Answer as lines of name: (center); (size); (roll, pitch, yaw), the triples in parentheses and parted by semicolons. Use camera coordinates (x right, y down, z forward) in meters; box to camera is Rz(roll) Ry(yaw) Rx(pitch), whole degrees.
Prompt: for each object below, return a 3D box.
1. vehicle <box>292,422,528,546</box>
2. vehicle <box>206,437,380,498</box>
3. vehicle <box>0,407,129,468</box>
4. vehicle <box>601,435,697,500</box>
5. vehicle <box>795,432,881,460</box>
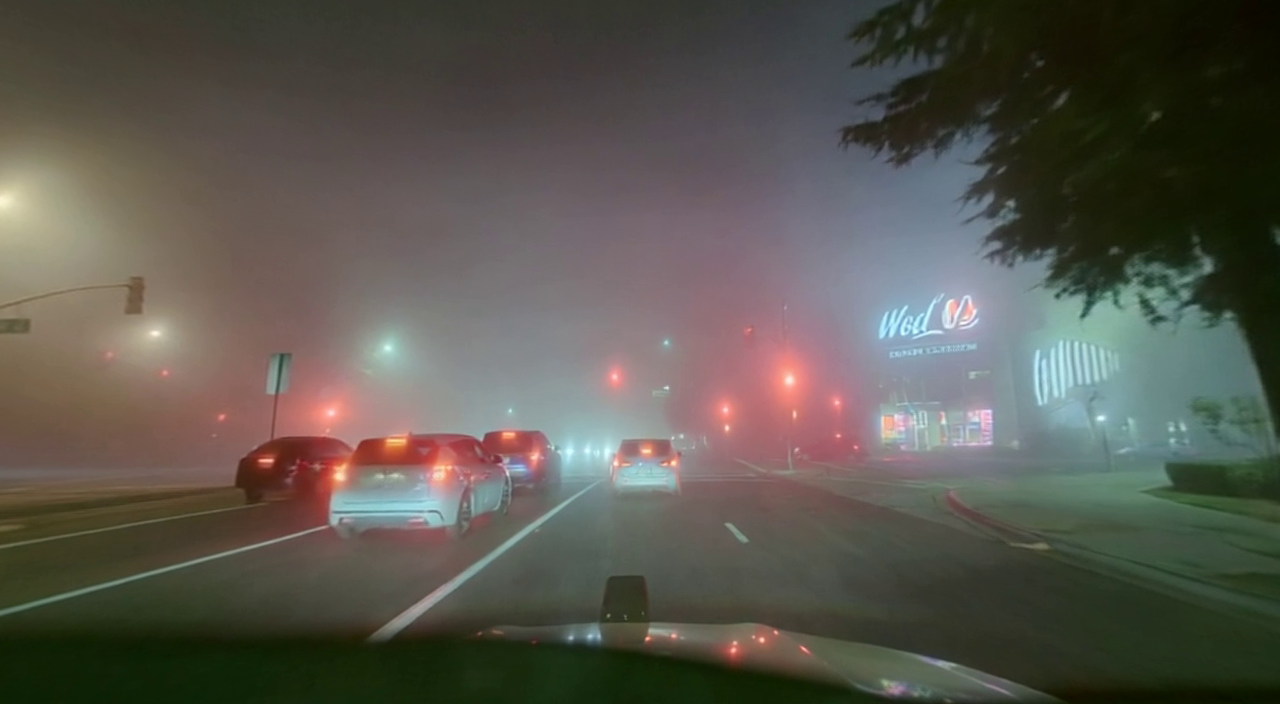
vehicle: (-3.265, 1.972, 10.087); (2.029, 1.517, 4.375); (0, -8, 1)
vehicle: (-9.476, 3.170, 17.788); (2.096, 1.474, 4.585); (-1, -8, 4)
vehicle: (-46.178, 6.272, 45.747); (14.685, 4.167, 2.923); (-1, -8, -5)
vehicle: (0.312, 2.991, 16.813); (2.258, 1.507, 3.896); (-1, -8, 3)
vehicle: (13.120, 6.268, 42.057); (5.032, 1.762, 1.982); (0, -8, 0)
